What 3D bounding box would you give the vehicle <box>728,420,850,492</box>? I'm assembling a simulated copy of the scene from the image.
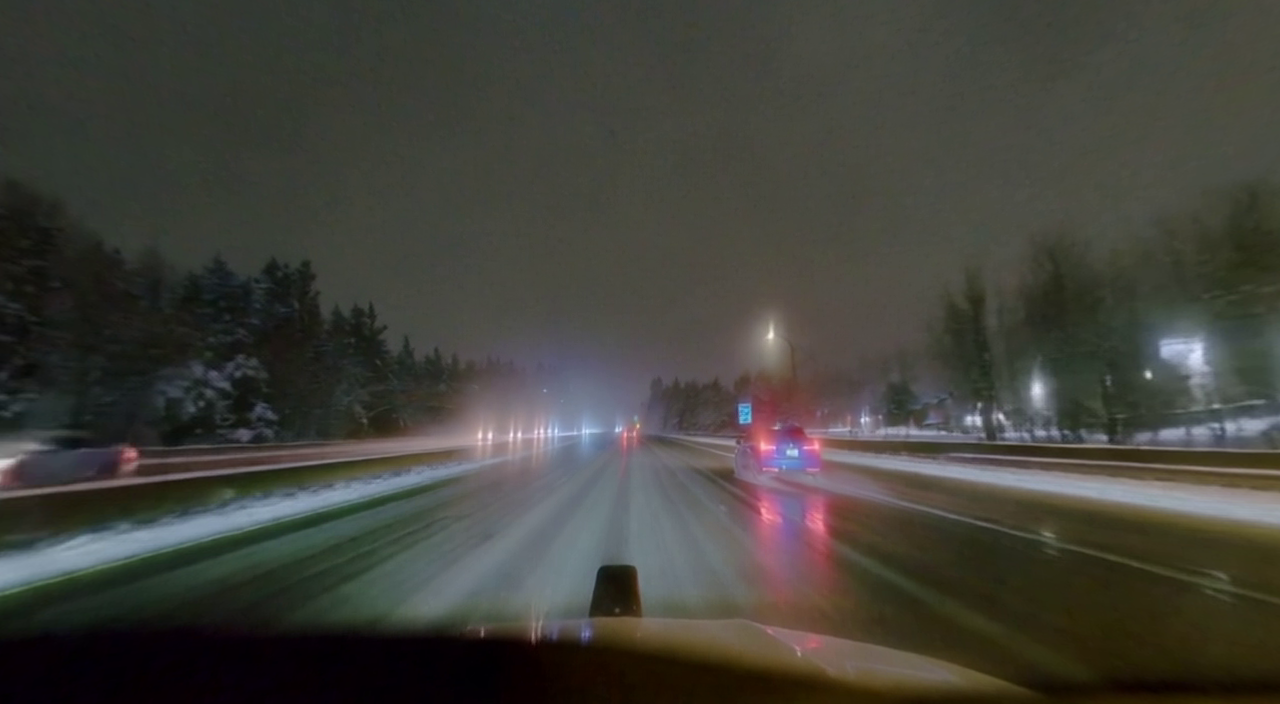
[{"bbox_3d":[3.573,2.569,15.868,1.973,1.563,3.959,0,-8,-2],"label":"vehicle"}]
